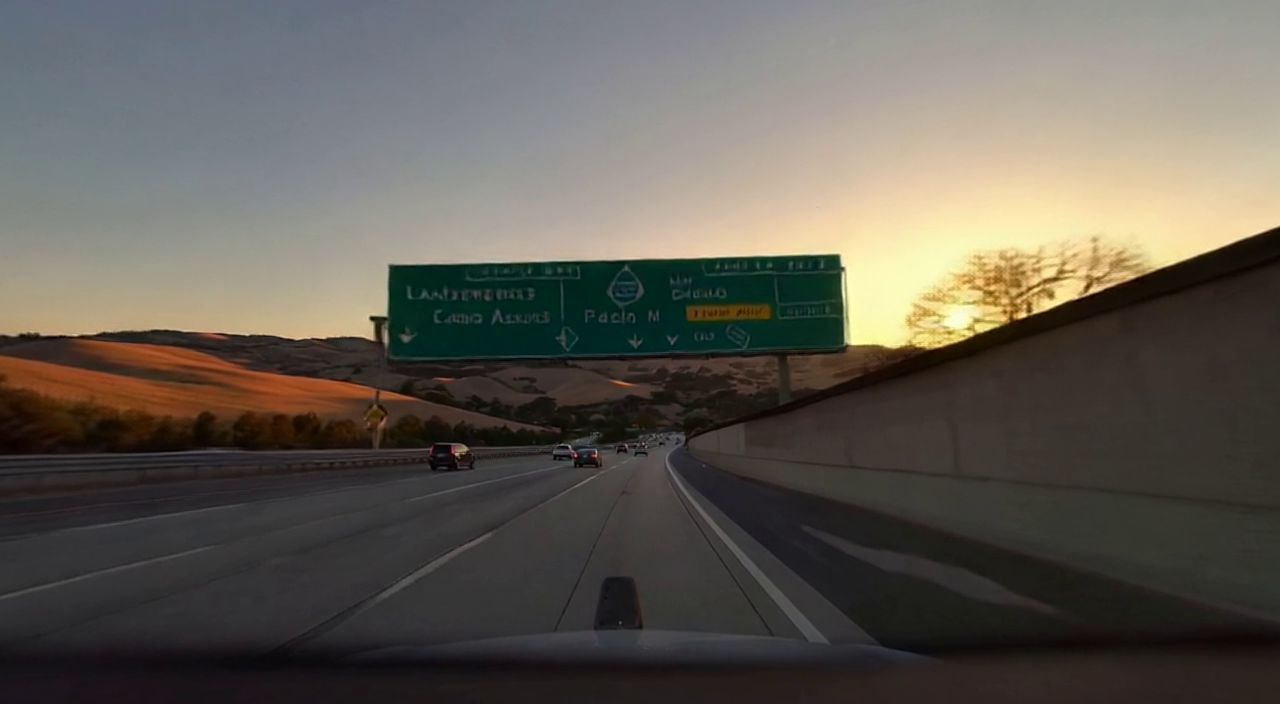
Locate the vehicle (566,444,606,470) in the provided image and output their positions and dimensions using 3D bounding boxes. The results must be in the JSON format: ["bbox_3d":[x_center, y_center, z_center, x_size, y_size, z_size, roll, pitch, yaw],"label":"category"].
[{"bbox_3d":[-3.231,6.394,38.562,1.931,1.492,4.076,-1,-8,2],"label":"vehicle"}]

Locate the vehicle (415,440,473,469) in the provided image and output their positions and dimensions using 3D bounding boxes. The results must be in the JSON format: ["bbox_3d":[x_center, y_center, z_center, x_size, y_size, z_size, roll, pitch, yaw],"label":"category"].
[{"bbox_3d":[-12.671,6.631,41.223,2.076,1.766,4.831,0,-8,2],"label":"vehicle"}]
